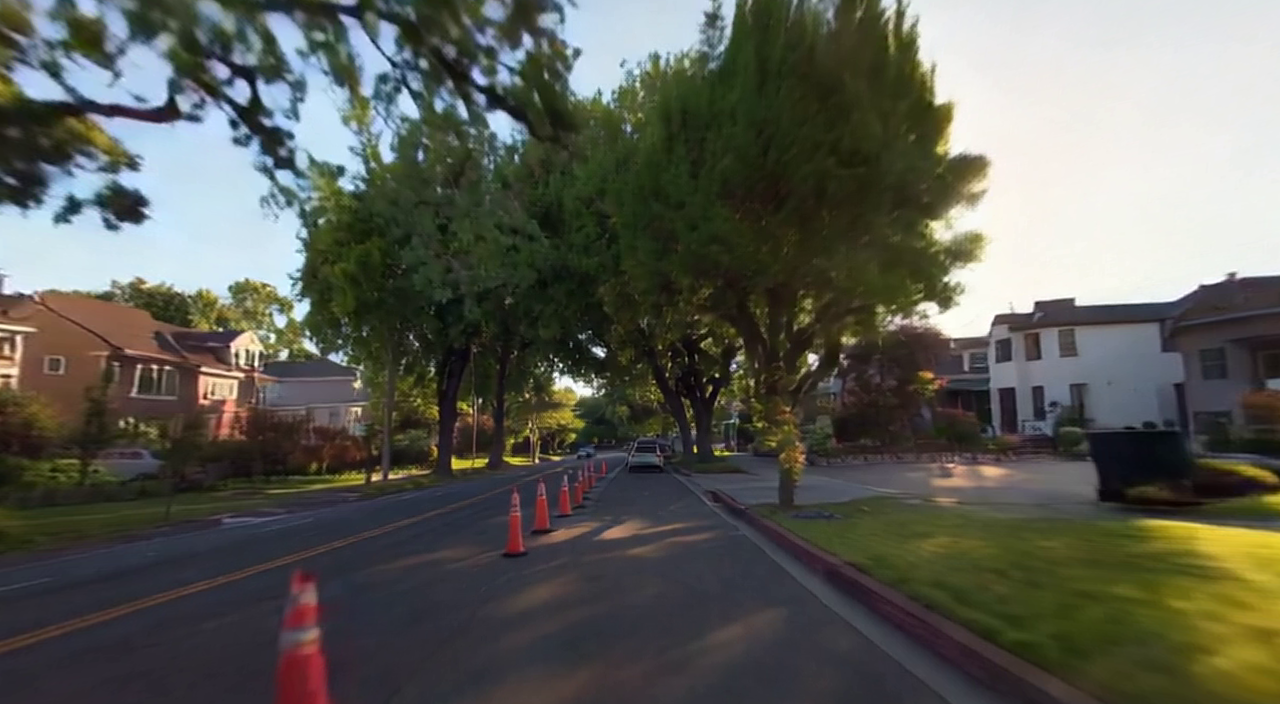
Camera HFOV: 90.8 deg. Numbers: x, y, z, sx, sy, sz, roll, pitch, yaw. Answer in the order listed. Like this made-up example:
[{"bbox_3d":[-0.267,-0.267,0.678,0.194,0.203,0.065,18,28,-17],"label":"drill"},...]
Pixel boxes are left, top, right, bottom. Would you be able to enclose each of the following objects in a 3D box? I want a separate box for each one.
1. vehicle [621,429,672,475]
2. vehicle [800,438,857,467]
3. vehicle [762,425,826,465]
[{"bbox_3d":[0.206,4.817,30.558,2.169,2.015,5.206,0,-9,-2],"label":"vehicle"},{"bbox_3d":[10.551,5.649,35.580,1.698,1.548,2.969,4,-9,-17],"label":"vehicle"},{"bbox_3d":[9.709,6.060,40.552,2.253,2.306,6.753,0,-10,-2],"label":"vehicle"}]
